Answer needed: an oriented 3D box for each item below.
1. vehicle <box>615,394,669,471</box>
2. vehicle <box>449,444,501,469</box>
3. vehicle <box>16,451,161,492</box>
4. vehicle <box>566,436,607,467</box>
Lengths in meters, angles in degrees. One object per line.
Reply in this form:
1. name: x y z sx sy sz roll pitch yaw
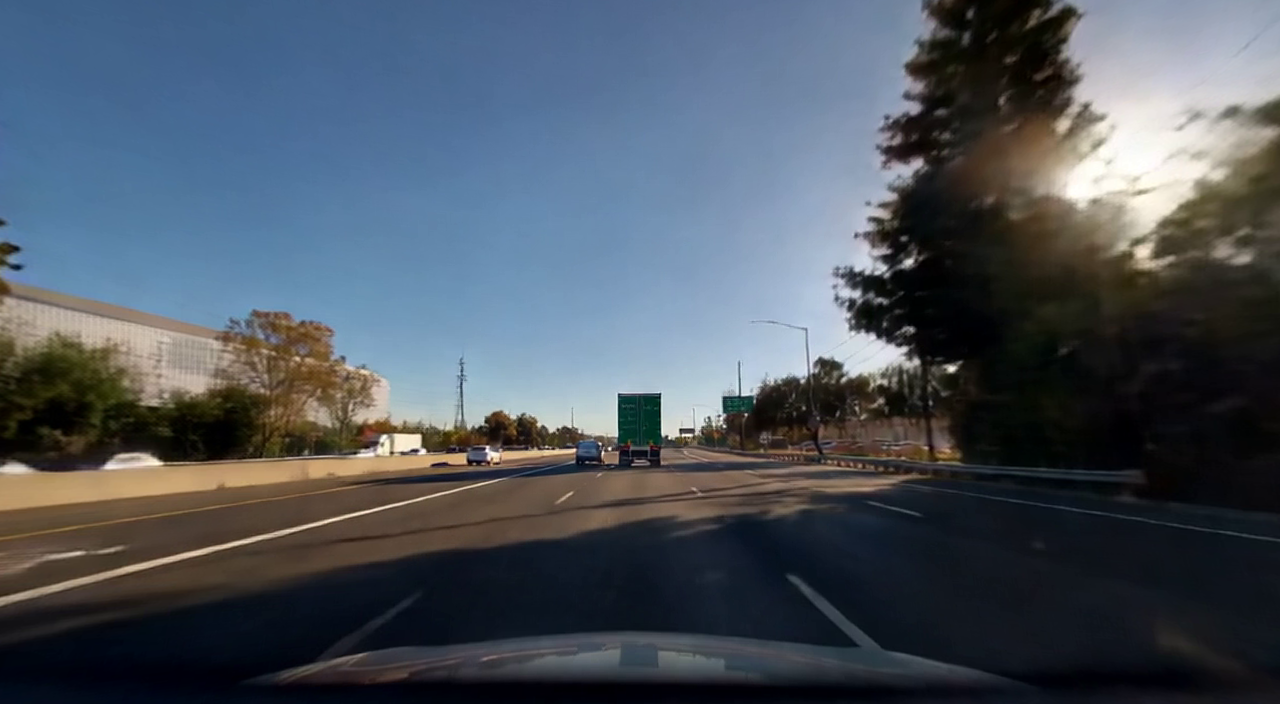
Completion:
1. vehicle: 0.134 5.276 40.556 2.879 4.085 13.125 0 -8 0
2. vehicle: -10.676 6.754 41.199 2.012 1.509 4.789 0 -8 1
3. vehicle: -22.431 4.853 25.940 1.873 1.445 4.518 0 -8 1
4. vehicle: -3.472 6.672 42.297 2.293 1.923 5.141 0 -8 0
